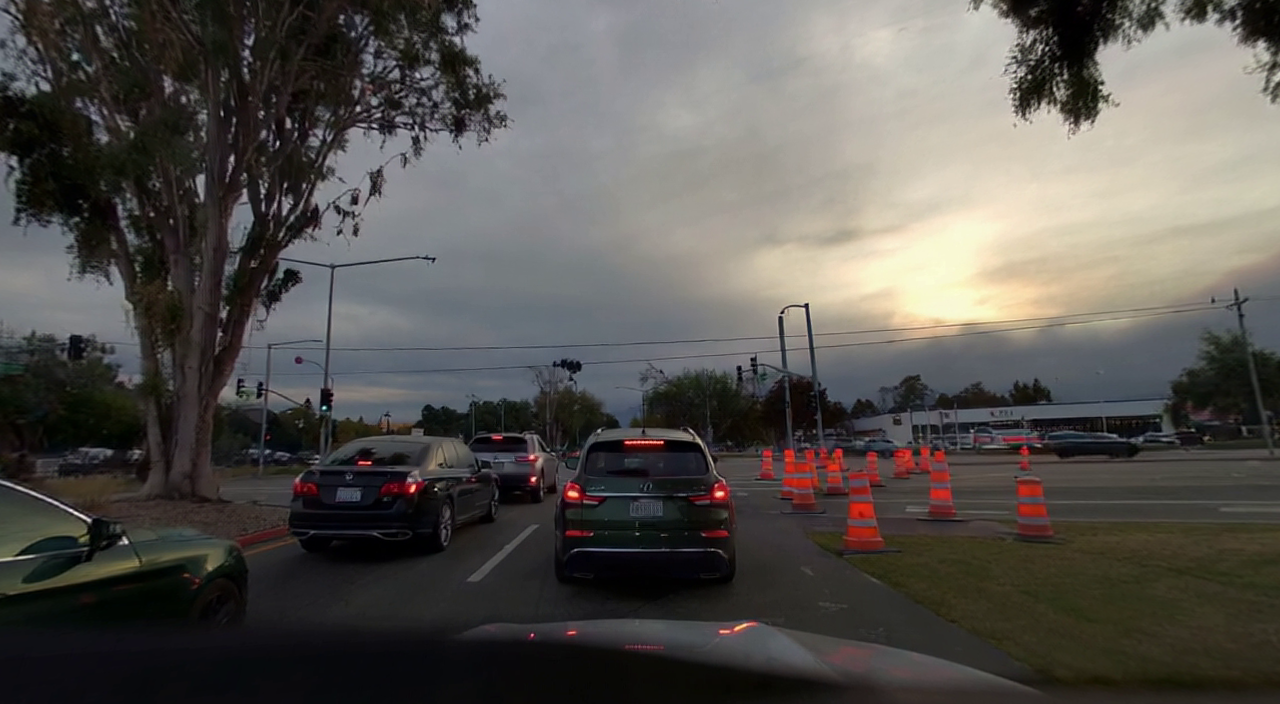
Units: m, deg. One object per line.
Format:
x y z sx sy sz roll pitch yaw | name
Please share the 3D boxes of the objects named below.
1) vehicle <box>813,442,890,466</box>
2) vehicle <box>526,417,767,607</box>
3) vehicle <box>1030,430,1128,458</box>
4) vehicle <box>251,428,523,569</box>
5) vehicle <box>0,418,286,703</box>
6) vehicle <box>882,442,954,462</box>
13.759 6.664 41.172 4.463 1.482 1.808 -1 -9 9 | vehicle
0.096 1.626 7.207 2.021 1.560 3.676 0 -9 1 | vehicle
28.275 5.947 40.659 4.805 1.688 1.923 0 -9 1 | vehicle
-3.290 2.000 9.447 1.989 1.541 4.626 0 -9 2 | vehicle
-3.604 0.953 2.143 1.964 1.497 4.722 0 -9 1 | vehicle
20.837 7.507 47.315 4.581 1.480 1.752 0 -9 0 | vehicle
